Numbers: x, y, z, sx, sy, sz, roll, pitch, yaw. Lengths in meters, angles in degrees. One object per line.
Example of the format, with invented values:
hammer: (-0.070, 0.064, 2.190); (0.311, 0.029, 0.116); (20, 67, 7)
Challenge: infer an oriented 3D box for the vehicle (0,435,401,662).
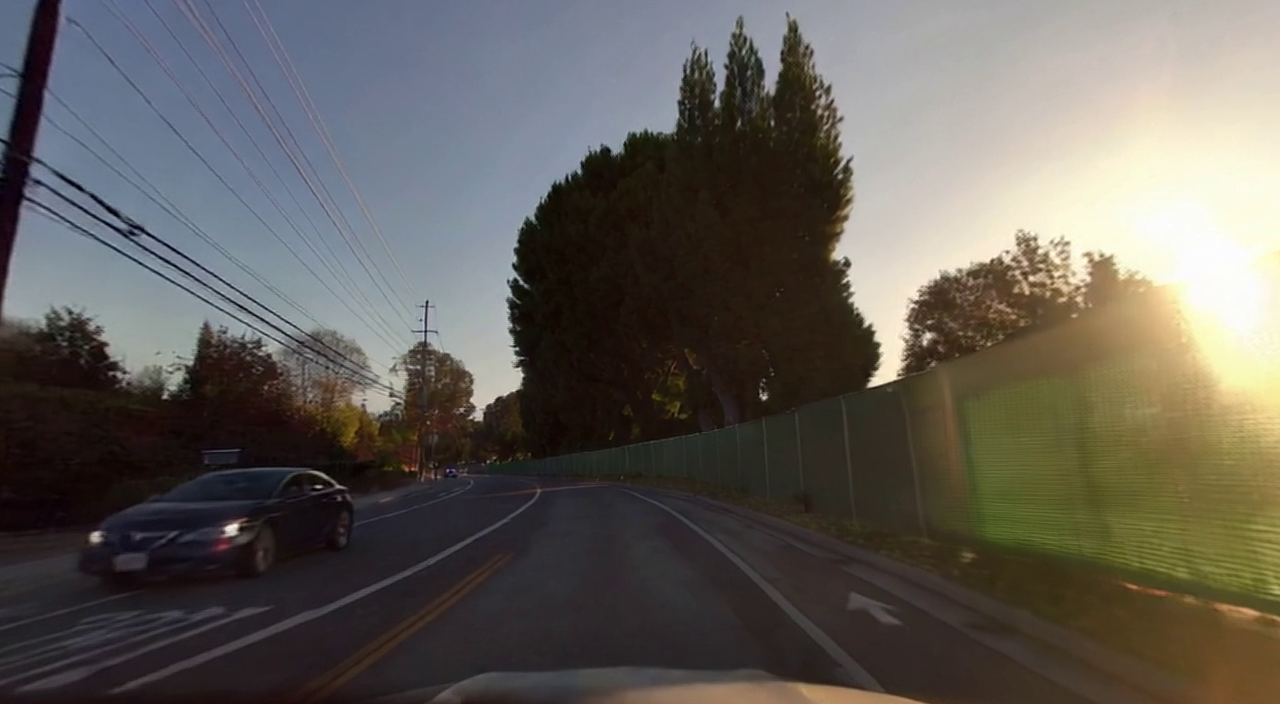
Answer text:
vehicle: (-4.309, 1.650, 6.506); (2.034, 1.479, 4.521); (0, -9, -2)
